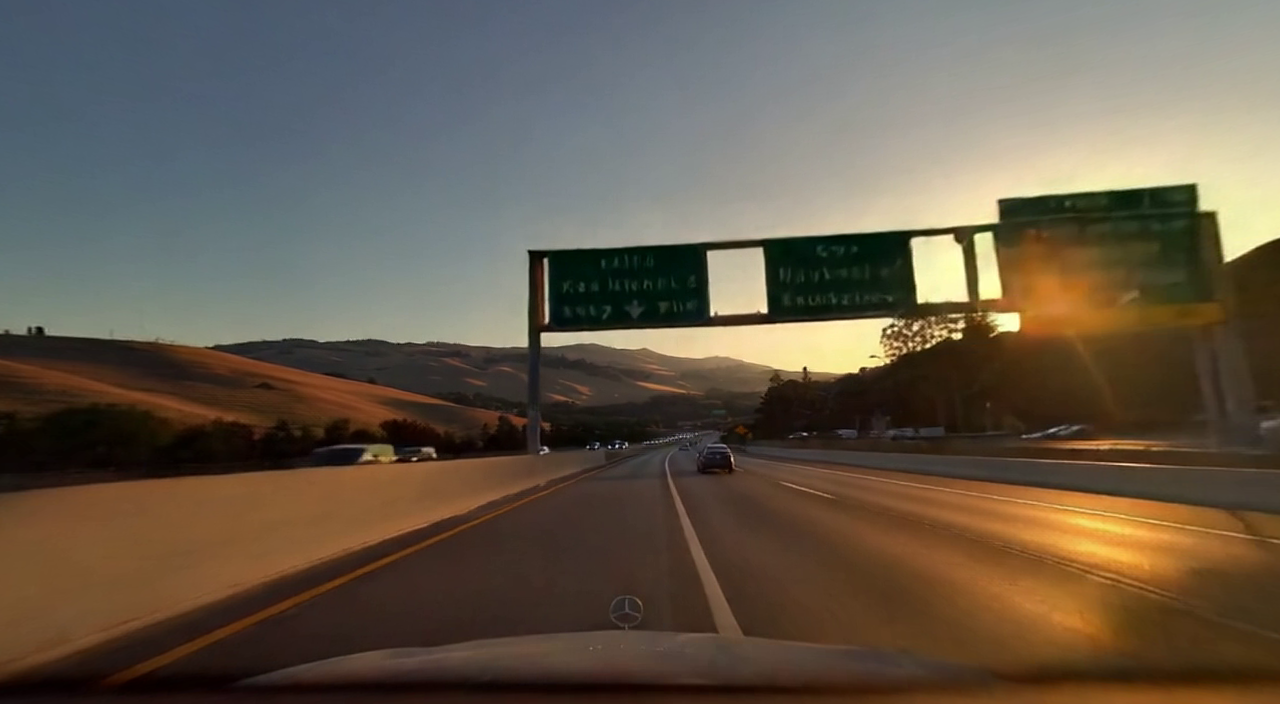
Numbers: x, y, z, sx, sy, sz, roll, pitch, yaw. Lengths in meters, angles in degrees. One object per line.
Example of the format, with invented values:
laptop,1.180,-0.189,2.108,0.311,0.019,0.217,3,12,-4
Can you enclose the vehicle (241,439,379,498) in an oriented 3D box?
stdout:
vehicle,-9.913,3.490,19.379,1.729,1.580,4.432,0,-8,2

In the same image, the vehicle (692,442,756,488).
vehicle,2.732,3.728,21.176,1.683,1.400,3.868,0,-8,1

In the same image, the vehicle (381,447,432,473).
vehicle,-16.471,7.611,44.599,1.919,1.632,4.313,-2,-8,2
